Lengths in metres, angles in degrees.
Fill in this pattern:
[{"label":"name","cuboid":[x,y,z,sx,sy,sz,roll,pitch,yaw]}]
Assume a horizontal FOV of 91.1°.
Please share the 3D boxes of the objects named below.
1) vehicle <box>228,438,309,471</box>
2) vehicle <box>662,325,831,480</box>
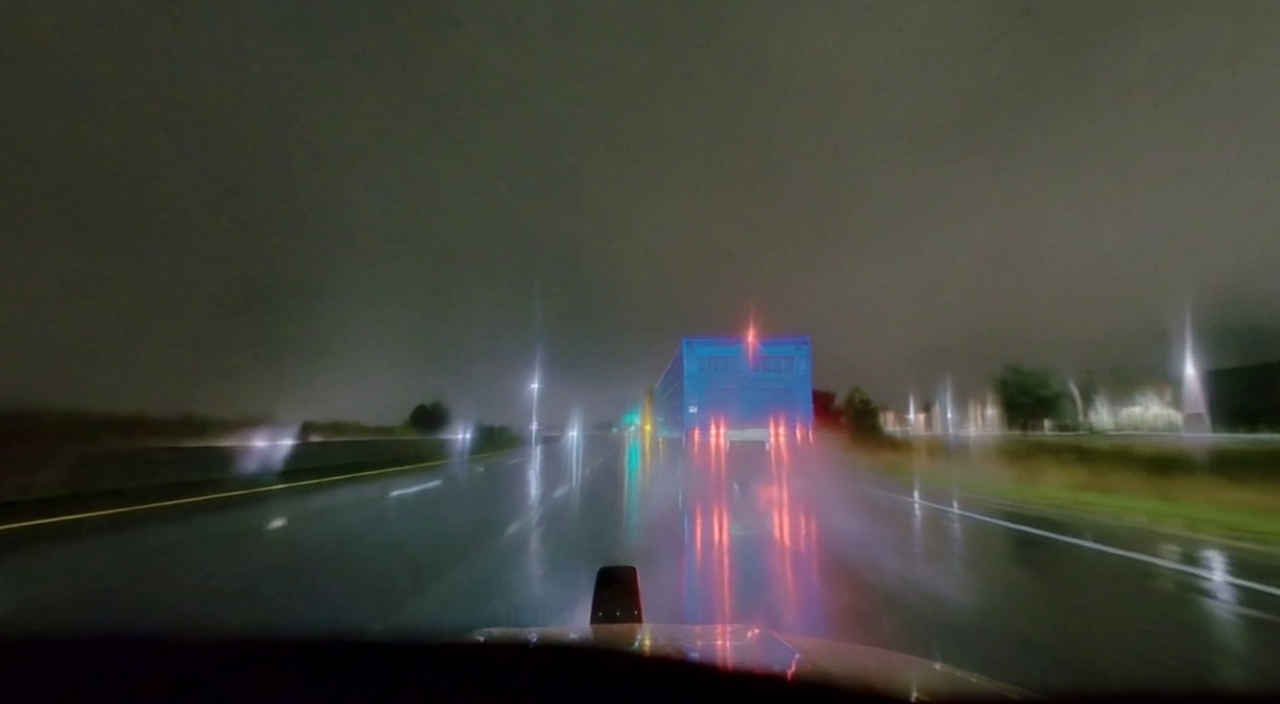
[{"label":"vehicle","cuboid":[-22.373,6.142,38.101,2.037,1.830,4.722,0,-8,0]},{"label":"vehicle","cuboid":[2.737,1.987,21.089,3.446,3.698,12.089,0,-8,0]}]
